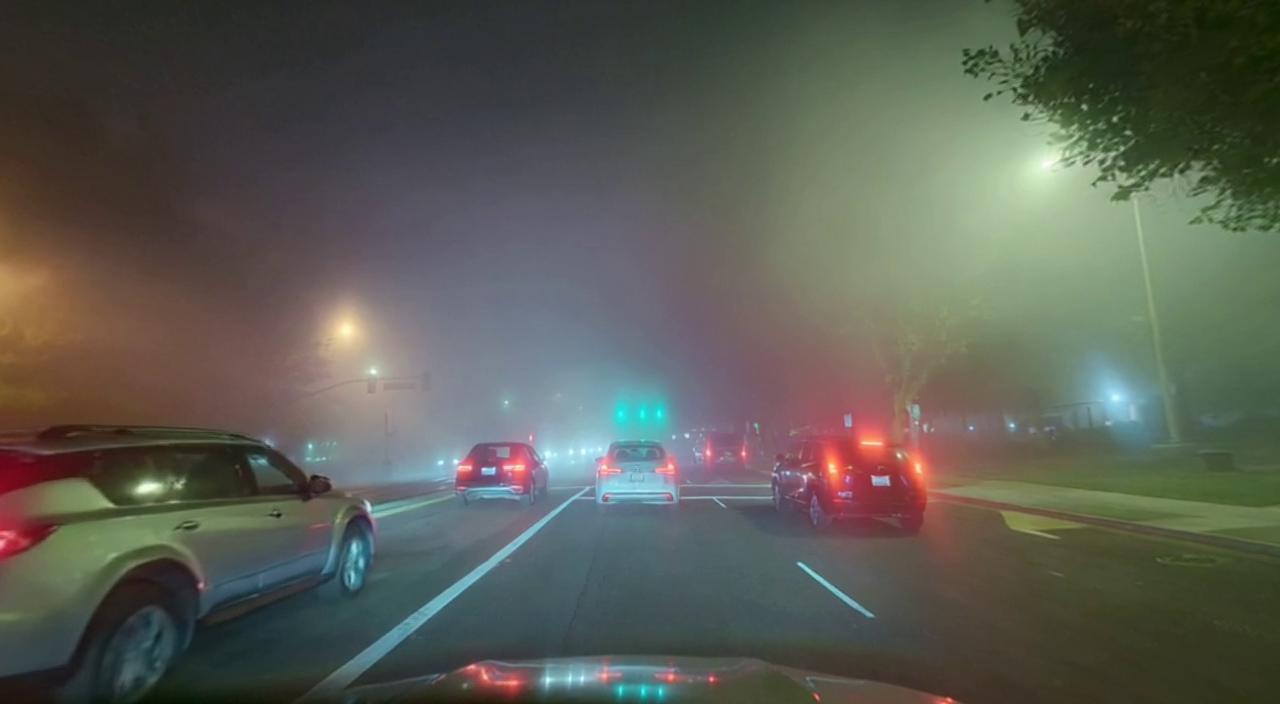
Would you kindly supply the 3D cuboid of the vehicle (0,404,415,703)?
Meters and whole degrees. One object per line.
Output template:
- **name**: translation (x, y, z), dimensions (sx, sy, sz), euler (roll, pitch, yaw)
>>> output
- **vehicle**: translation (-3.315, 1.203, 4.067), dimensions (2.038, 1.481, 4.379), euler (0, -8, 1)

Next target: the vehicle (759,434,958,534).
- **vehicle**: translation (3.717, 2.314, 11.743), dimensions (1.990, 1.486, 4.431), euler (0, -8, -2)

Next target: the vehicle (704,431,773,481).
- **vehicle**: translation (4.195, 4.516, 27.755), dimensions (2.142, 1.957, 5.443), euler (0, -8, 0)

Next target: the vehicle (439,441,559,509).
- **vehicle**: translation (-3.398, 3.033, 16.056), dimensions (2.002, 1.465, 4.098), euler (0, -8, 2)

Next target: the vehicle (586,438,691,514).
- **vehicle**: translation (-0.091, 2.769, 14.620), dimensions (2.101, 1.480, 3.929), euler (0, -8, -2)
